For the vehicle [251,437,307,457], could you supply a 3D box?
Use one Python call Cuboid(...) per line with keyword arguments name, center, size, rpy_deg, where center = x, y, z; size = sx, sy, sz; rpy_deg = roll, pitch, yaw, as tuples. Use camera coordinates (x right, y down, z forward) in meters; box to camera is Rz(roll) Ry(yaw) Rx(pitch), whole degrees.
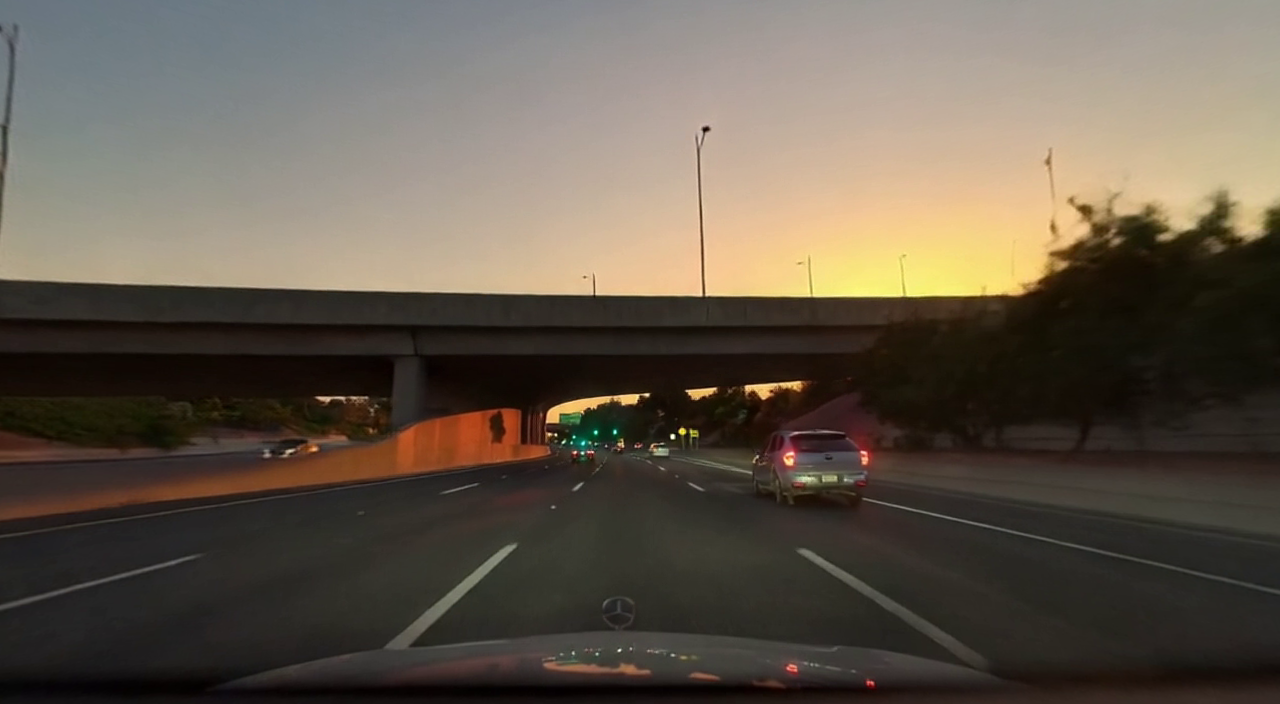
Cuboid(name="vehicle", center=(-28.218, 7.421, 49.546), size=(1.964, 1.491, 4.723), rpy_deg=(1, -8, -6))
